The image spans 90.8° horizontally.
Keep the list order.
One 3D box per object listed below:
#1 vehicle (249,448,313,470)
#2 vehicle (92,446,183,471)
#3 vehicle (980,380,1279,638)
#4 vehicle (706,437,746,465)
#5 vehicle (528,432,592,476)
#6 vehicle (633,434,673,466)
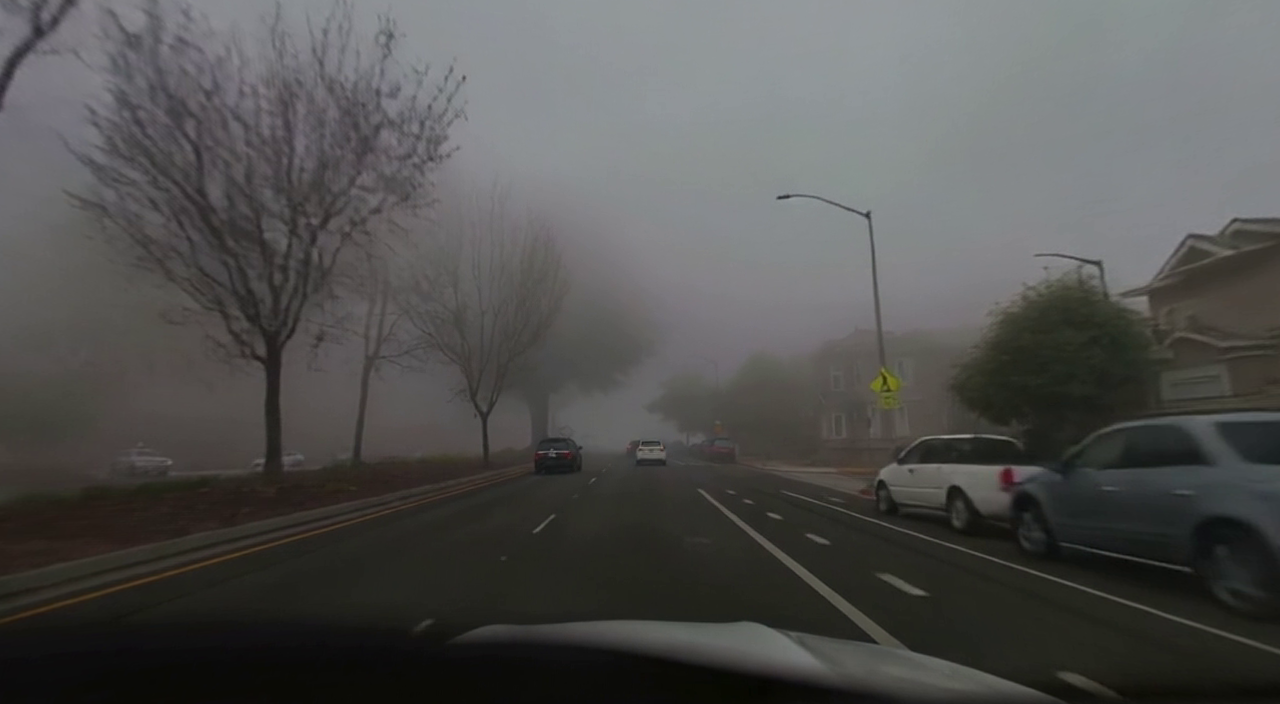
[{"bbox_3d":[-25.506,7.618,45.031,1.839,1.463,4.705,0,-9,-1],"label":"vehicle"},{"bbox_3d":[-31.000,6.568,39.072,4.068,1.522,1.726,0,-9,-1],"label":"vehicle"},{"bbox_3d":[5.822,1.334,5.839,2.217,1.874,5.660,0,-9,0],"label":"vehicle"},{"bbox_3d":[5.950,6.949,44.386,2.154,1.824,4.782,0,-9,0],"label":"vehicle"},{"bbox_3d":[-3.434,4.532,28.094,2.233,1.775,4.491,0,-9,0],"label":"vehicle"},{"bbox_3d":[0.736,6.016,38.841,2.273,1.851,5.075,0,-9,0],"label":"vehicle"}]
